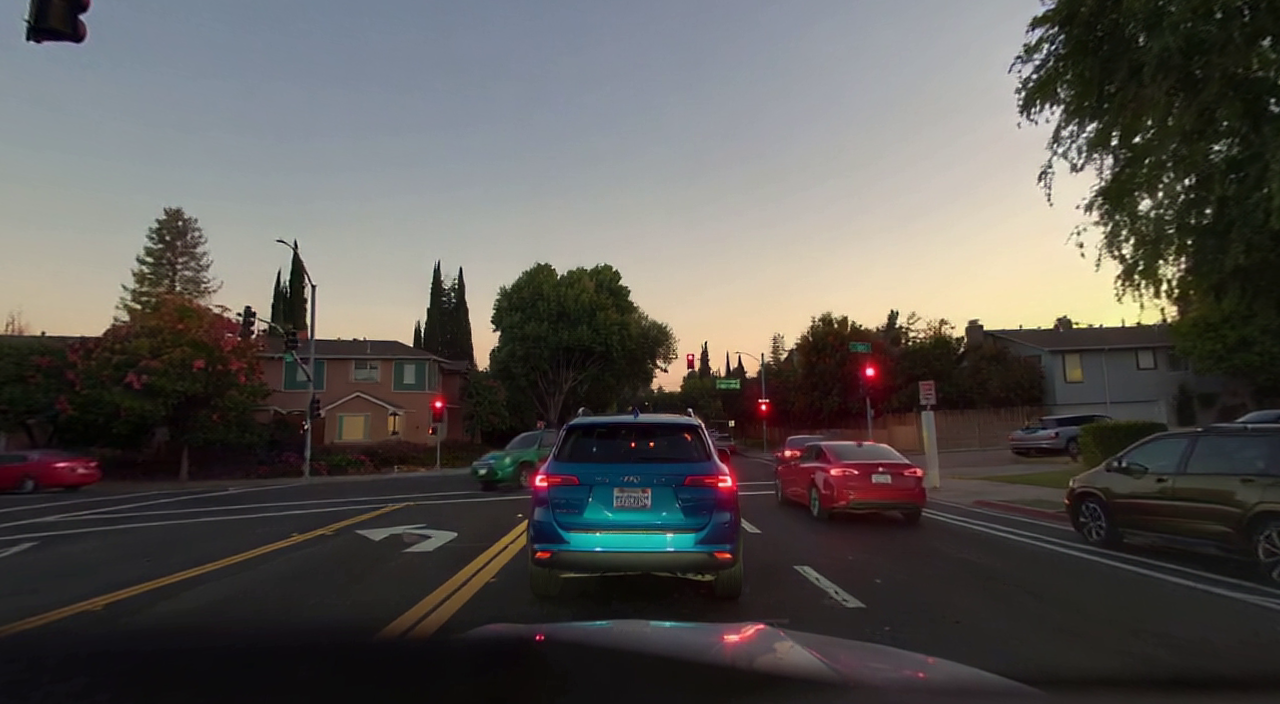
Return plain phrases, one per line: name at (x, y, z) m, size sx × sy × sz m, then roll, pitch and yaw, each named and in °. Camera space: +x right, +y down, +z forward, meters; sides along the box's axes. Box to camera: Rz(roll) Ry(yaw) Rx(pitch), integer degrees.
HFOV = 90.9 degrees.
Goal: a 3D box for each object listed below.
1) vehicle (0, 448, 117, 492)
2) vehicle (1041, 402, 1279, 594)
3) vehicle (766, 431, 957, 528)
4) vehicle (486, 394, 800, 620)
vehicle at (-22.057, 4.197, 22.542) m, size 4.723 × 1.486 × 1.800 m, roll 4°, pitch -9°, yaw -25°
vehicle at (7.028, 1.535, 7.044) m, size 1.989 × 1.791 × 4.735 m, roll 0°, pitch -8°, yaw 1°
vehicle at (3.979, 2.370, 12.389) m, size 2.077 × 1.527 × 4.755 m, roll 0°, pitch -8°, yaw 1°
vehicle at (0.053, 1.469, 6.938) m, size 2.322 × 1.667 × 4.367 m, roll 0°, pitch -8°, yaw 1°
